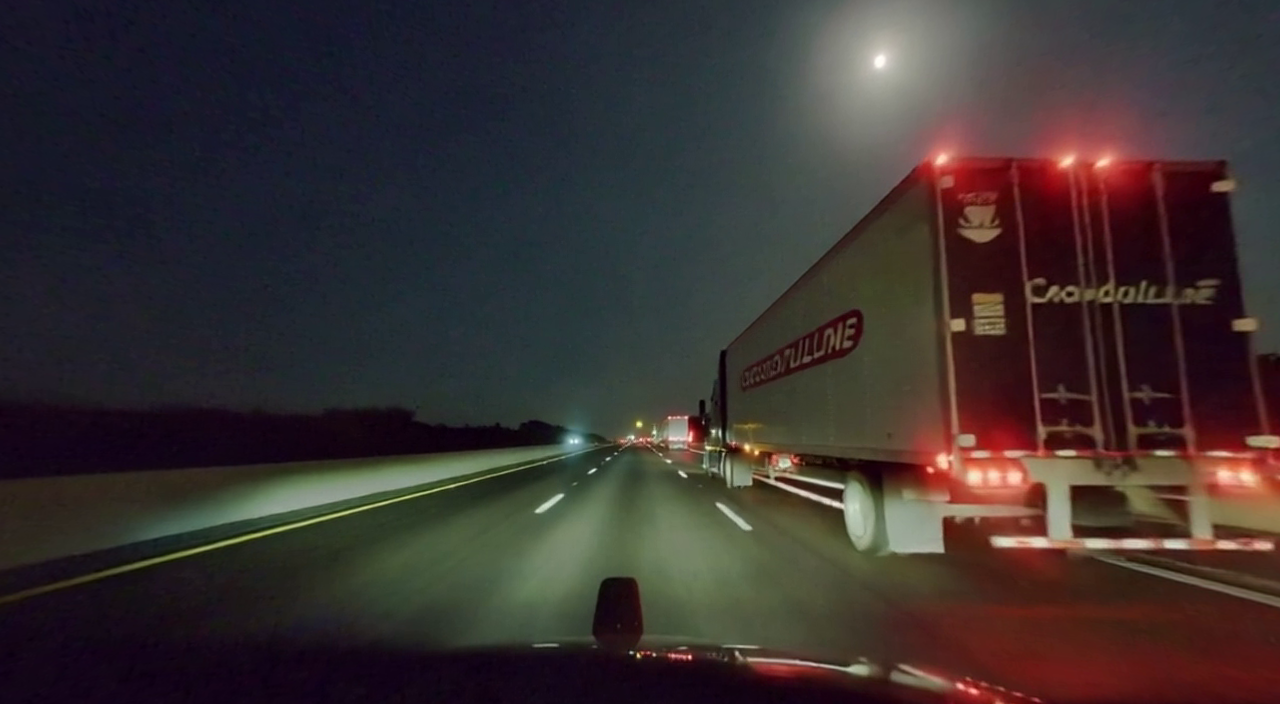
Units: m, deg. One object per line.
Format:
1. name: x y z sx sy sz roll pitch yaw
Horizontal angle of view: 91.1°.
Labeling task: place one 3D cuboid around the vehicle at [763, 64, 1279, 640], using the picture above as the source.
1. vehicle: 4.064 0.500 8.684 2.840 3.947 8.920 0 -8 0
